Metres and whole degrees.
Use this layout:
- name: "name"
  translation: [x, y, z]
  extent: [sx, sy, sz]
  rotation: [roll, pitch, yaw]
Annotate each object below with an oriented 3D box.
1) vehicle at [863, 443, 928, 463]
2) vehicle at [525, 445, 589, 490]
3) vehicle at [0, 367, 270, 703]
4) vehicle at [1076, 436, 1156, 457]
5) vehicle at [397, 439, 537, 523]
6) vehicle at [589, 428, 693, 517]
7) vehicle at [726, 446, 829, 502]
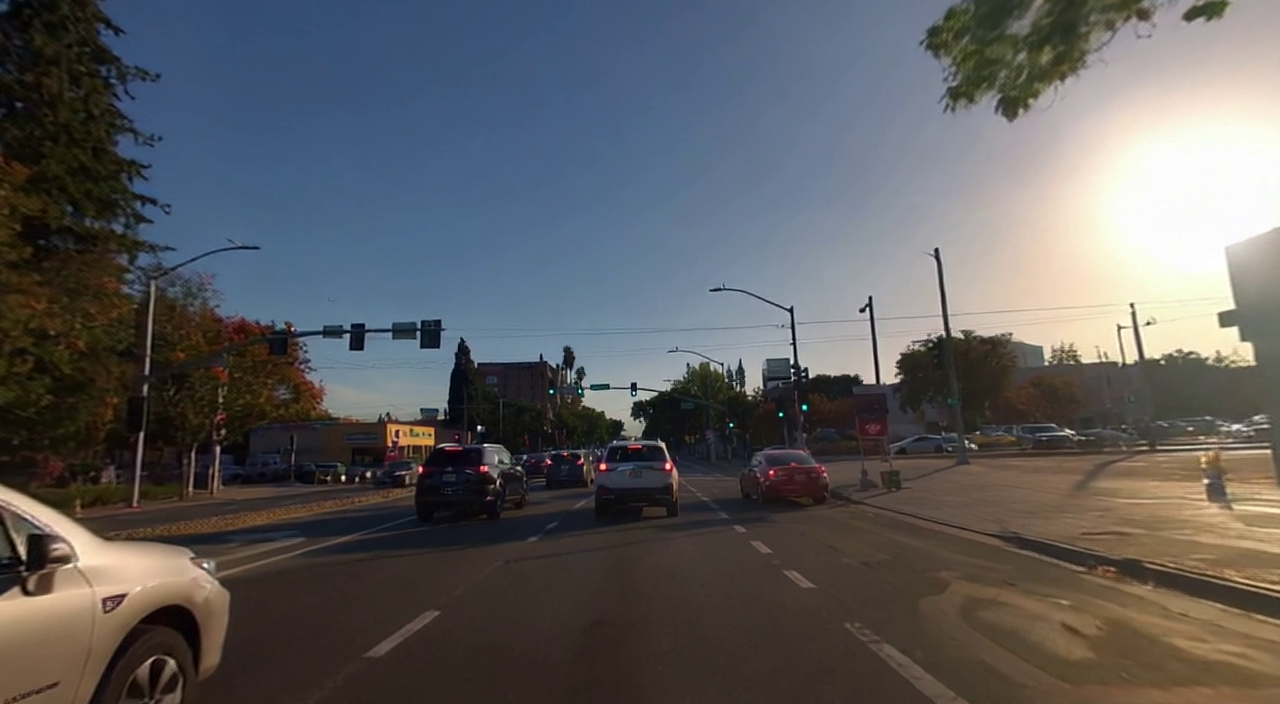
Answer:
- name: "vehicle"
  translation: [20.162, 7.994, 49.854]
  extent: [4.361, 1.478, 1.909]
  rotation: [-2, -9, 6]
- name: "vehicle"
  translation: [-3.214, 4.537, 25.216]
  extent: [1.894, 1.642, 3.861]
  rotation: [0, -8, 2]
- name: "vehicle"
  translation: [-3.329, 0.771, 1.588]
  extent: [1.975, 1.624, 4.481]
  rotation: [0, -9, 1]
- name: "vehicle"
  translation: [35.159, 6.996, 46.669]
  extent: [4.169, 1.475, 2.059]
  rotation: [-2, -9, 14]
- name: "vehicle"
  translation: [-3.708, 2.824, 14.382]
  extent: [1.886, 1.599, 4.247]
  rotation: [0, -9, 1]
- name: "vehicle"
  translation: [0.033, 2.708, 14.667]
  extent: [2.075, 1.770, 4.018]
  rotation: [0, -8, 1]
- name: "vehicle"
  translation: [3.951, 3.551, 18.930]
  extent: [1.986, 1.457, 4.566]
  rotation: [0, -9, -1]
